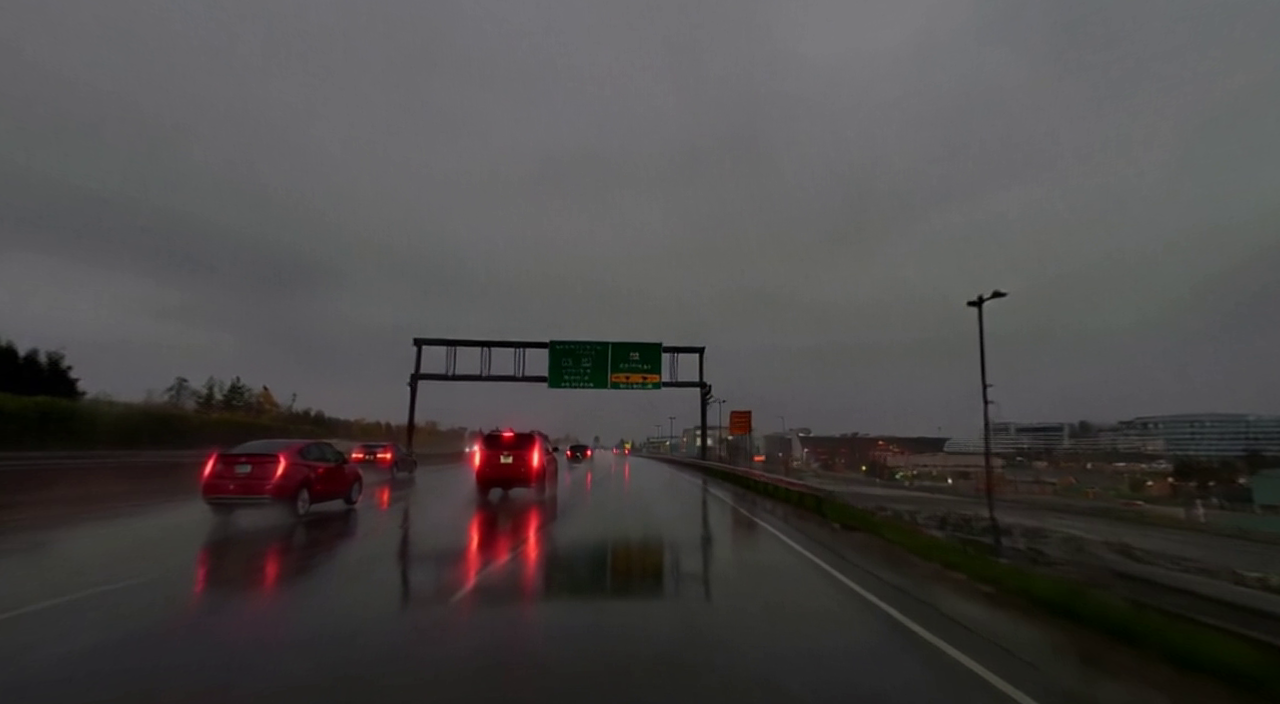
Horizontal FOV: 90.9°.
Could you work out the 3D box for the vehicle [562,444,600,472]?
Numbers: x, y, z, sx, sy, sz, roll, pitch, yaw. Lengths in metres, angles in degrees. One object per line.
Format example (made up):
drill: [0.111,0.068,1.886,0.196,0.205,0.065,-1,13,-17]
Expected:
vehicle: [-3.519,6.426,38.453,1.955,1.614,3.817,0,-8,0]

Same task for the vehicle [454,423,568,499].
vehicle: [-3.702,3.251,19.293,2.301,1.985,5.247,0,-8,1]

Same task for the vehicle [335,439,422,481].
vehicle: [-11.334,4.696,27.656,1.919,1.665,4.394,0,-8,0]

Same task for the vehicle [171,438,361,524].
vehicle: [-7.424,2.542,12.966,1.796,1.509,3.393,0,-8,0]
